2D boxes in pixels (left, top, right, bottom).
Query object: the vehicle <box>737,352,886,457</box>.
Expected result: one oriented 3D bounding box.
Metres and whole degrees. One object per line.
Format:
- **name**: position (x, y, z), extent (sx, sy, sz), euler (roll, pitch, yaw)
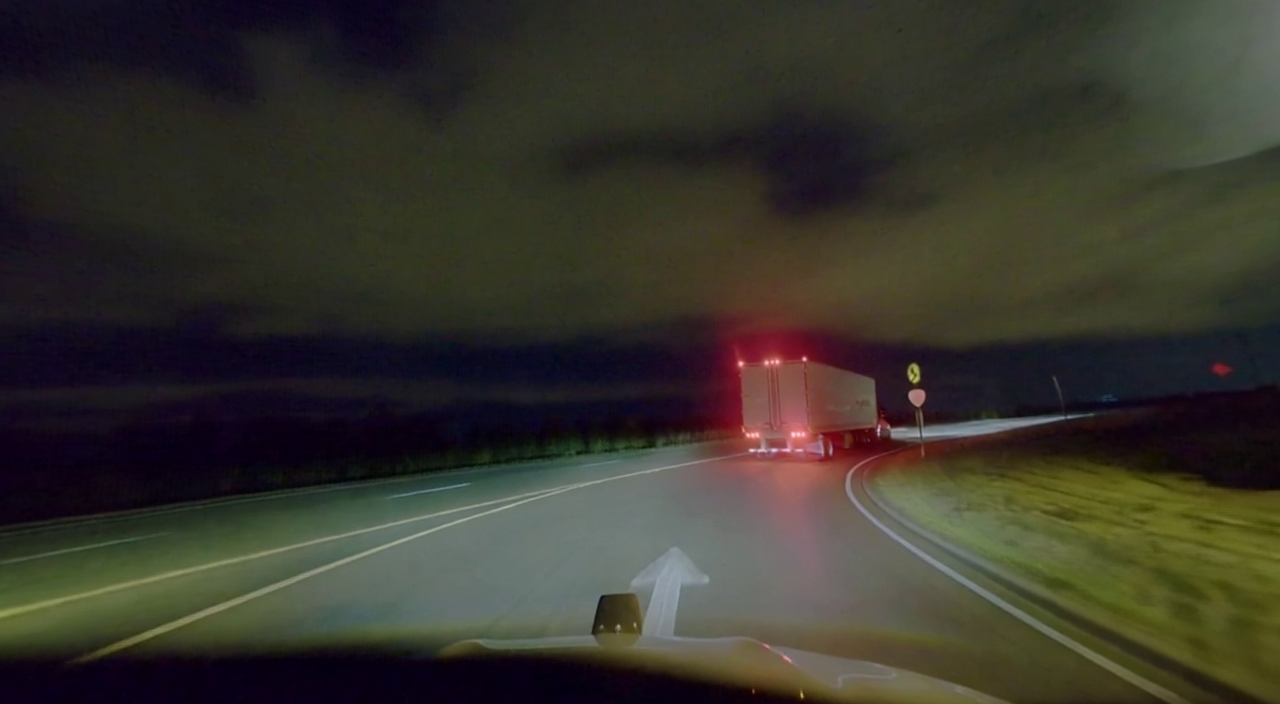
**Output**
- **vehicle**: position (7.864, 2.506, 27.336), extent (2.837, 3.712, 10.484), euler (-5, -9, 34)
